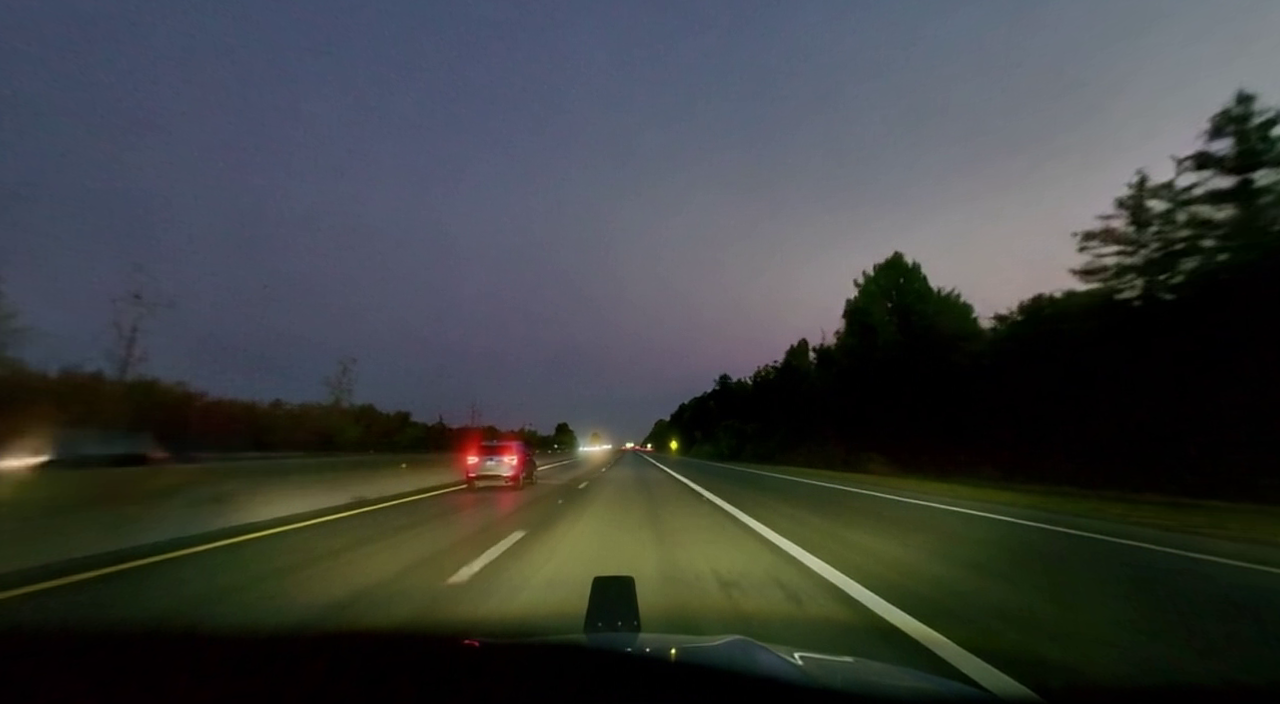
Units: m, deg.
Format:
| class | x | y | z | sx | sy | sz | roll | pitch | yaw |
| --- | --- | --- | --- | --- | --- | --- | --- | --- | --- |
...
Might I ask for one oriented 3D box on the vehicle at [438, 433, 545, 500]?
| class | x | y | z | sx | sy | sz | roll | pitch | yaw |
| --- | --- | --- | --- | --- | --- | --- | --- | --- | --- |
| vehicle | -4.243 | 3.344 | 18.749 | 2.111 | 1.717 | 4.426 | 0 | -9 | 0 |
